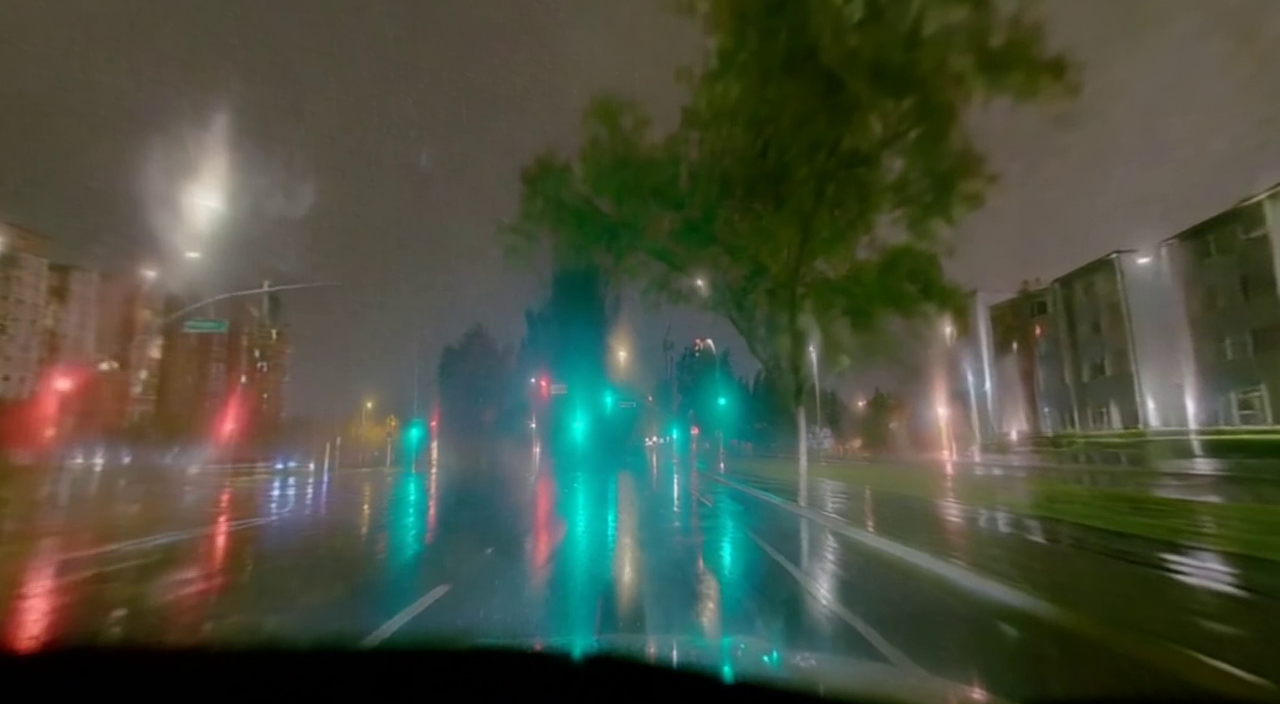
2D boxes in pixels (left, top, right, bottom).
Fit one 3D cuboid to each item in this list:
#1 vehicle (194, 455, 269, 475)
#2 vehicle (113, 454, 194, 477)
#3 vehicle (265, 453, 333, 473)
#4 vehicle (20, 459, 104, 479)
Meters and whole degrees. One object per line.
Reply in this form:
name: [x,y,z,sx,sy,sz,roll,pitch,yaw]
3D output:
vehicle: [-31.533,8.739,48.831,4.453,1.441,1.770,0,-9,-1]
vehicle: [-37.461,8.739,48.744,4.593,1.674,1.893,0,-9,0]
vehicle: [-26.412,8.599,49.019,4.153,1.493,1.808,0,-9,-2]
vehicle: [-44.234,8.945,48.438,4.546,1.455,1.805,0,-9,-2]
